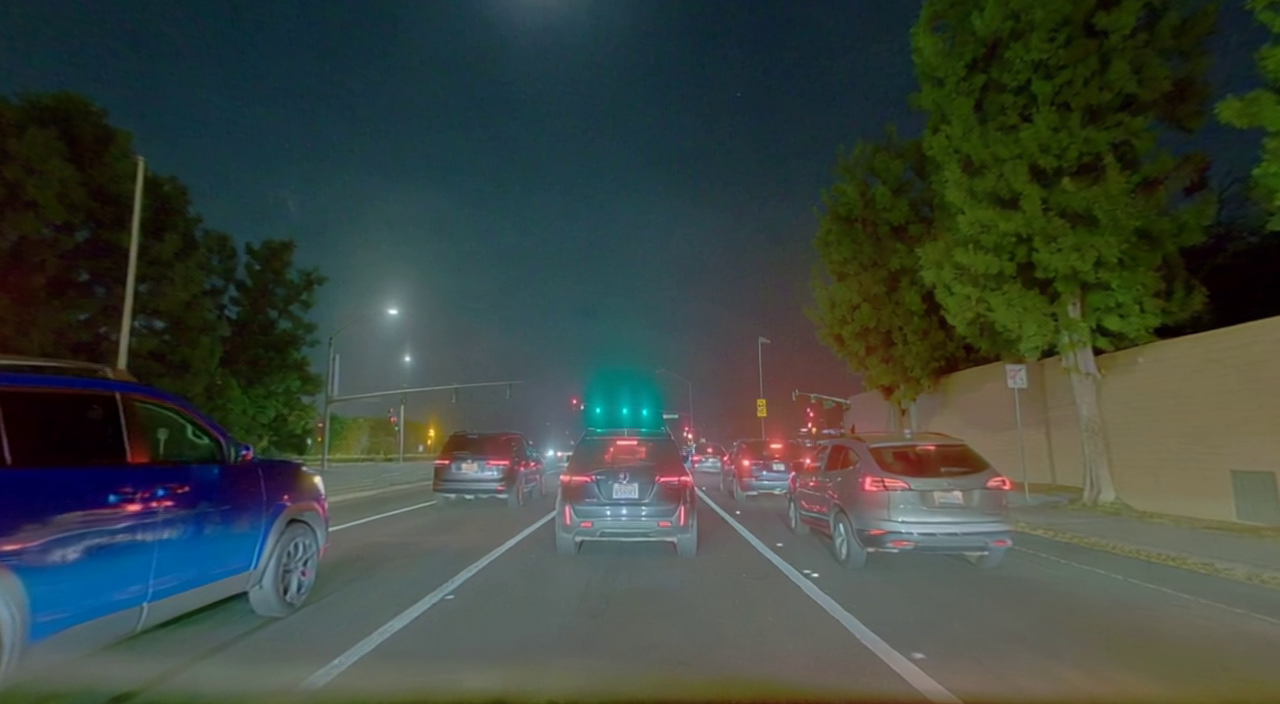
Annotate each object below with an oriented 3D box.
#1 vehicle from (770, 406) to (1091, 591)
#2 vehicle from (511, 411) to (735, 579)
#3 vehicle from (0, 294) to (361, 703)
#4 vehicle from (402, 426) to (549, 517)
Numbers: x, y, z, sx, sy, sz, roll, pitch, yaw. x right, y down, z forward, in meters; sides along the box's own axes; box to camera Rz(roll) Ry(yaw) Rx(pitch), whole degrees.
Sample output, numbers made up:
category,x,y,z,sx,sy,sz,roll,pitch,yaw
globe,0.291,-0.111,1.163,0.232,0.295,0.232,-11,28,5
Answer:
category,x,y,z,sx,sy,sz,roll,pitch,yaw
vehicle,3.144,1.677,8.060,2.029,1.702,4.281,0,-8,0
vehicle,-0.140,1.735,8.388,2.245,1.677,3.913,0,-8,1
vehicle,-3.522,0.863,3.271,2.070,1.913,4.450,0,-8,0
vehicle,-3.529,2.664,14.596,2.067,1.759,4.631,0,-8,1
